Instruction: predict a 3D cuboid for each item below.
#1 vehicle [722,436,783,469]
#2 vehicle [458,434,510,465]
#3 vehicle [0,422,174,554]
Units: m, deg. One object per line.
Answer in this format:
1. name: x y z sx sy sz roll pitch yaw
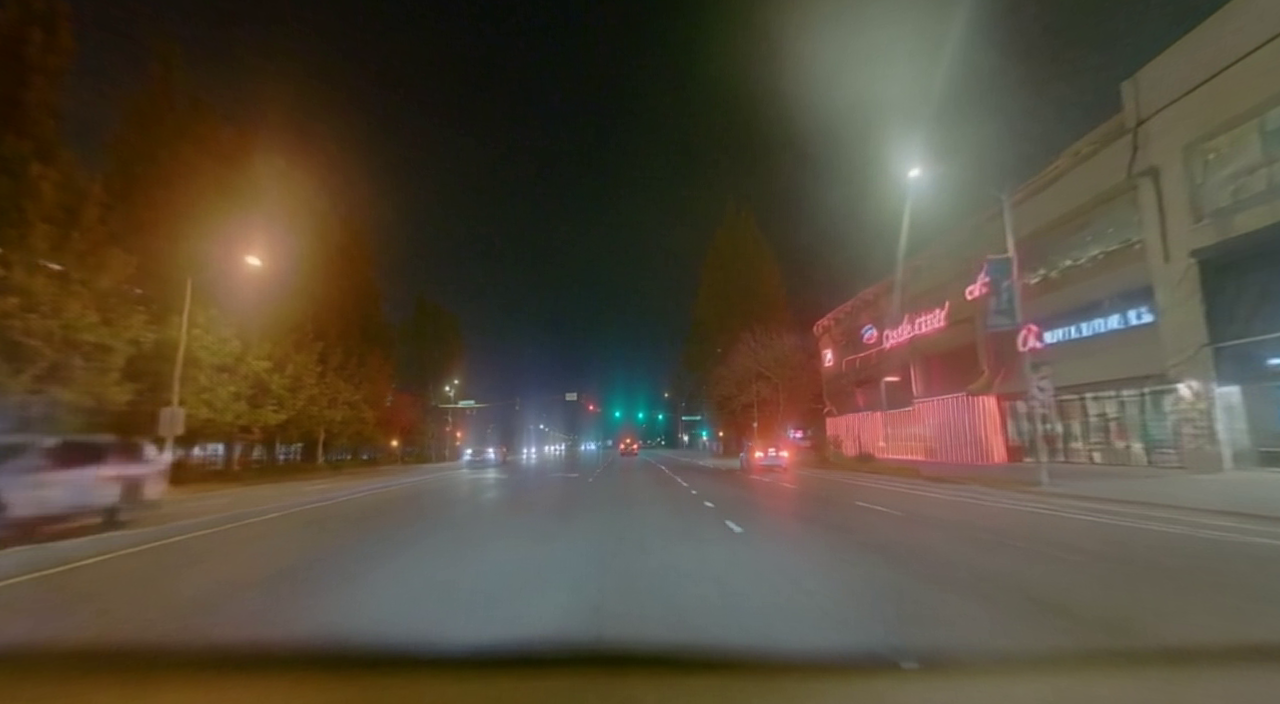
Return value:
1. vehicle: 5.492 4.974 31.512 2.024 1.475 4.600 -1 -8 -2
2. vehicle: -10.900 6.863 44.675 2.290 1.989 5.924 -1 -8 -1
3. vehicle: -9.421 1.918 9.135 2.067 1.712 4.489 -1 -8 -3
